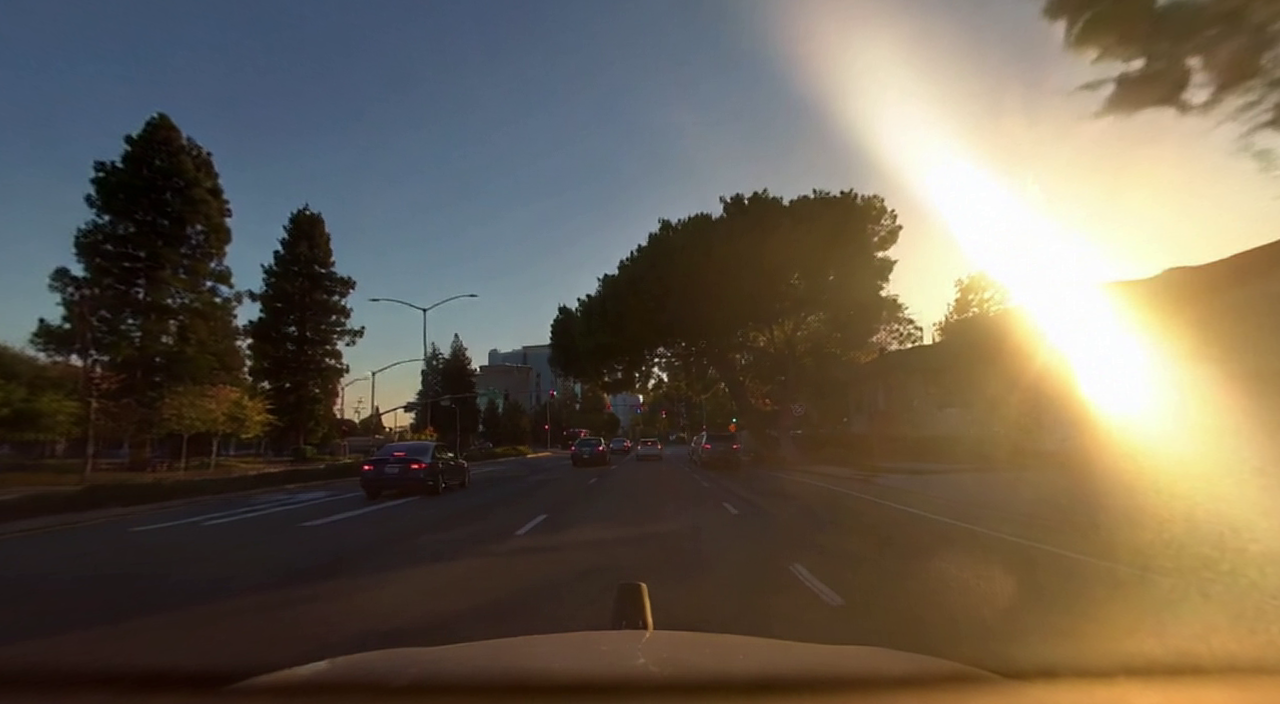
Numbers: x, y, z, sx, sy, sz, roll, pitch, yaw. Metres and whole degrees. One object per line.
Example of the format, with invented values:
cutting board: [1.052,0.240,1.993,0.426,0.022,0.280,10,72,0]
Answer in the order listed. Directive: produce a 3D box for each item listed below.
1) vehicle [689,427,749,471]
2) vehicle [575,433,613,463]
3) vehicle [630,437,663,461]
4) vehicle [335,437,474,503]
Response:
vehicle: [3.540,4.480,29.129,2.141,1.833,4.704,0,-8,0]
vehicle: [-2.783,5.899,38.747,1.912,1.703,4.261,0,-8,2]
vehicle: [0.406,6.100,39.559,2.021,1.461,3.862,0,-8,0]
vehicle: [-5.927,3.012,16.504,1.926,1.465,4.620,0,-8,-1]
